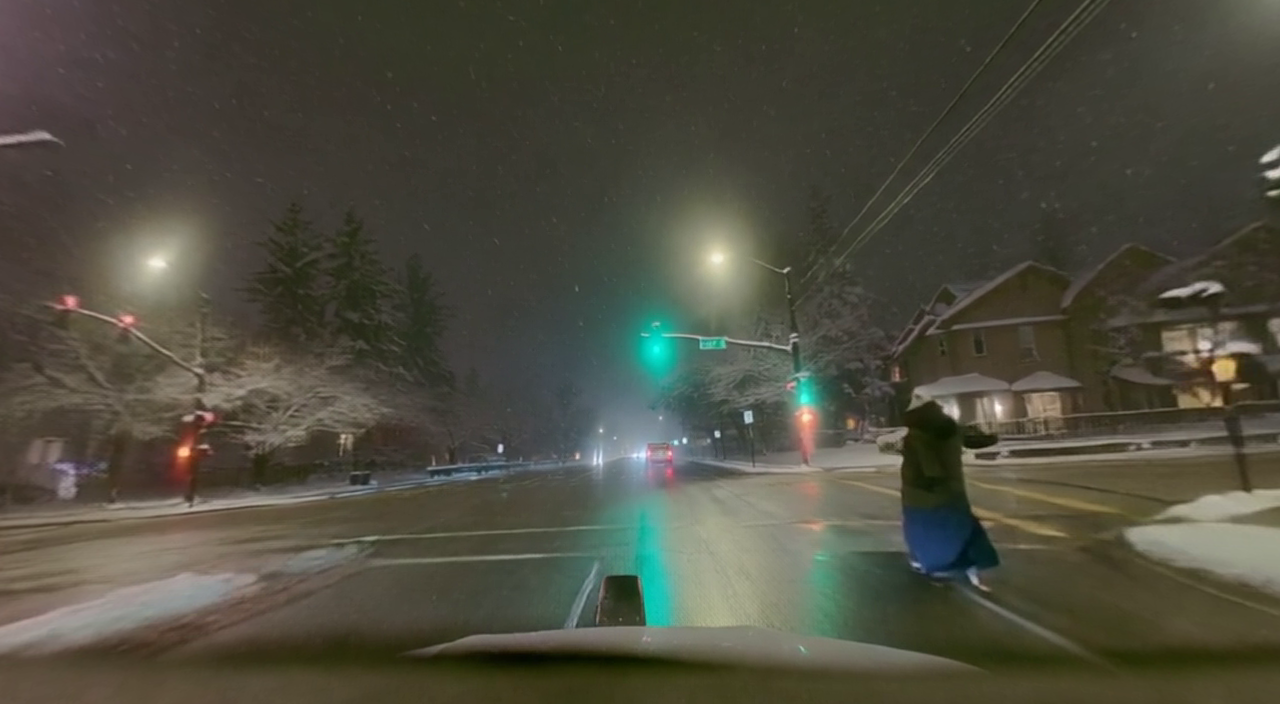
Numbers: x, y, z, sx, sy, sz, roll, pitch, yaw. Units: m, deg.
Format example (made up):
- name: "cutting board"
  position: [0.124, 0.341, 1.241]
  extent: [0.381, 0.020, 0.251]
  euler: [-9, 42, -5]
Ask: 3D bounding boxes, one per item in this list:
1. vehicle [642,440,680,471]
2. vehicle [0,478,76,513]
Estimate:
- name: "vehicle"
  position: [1.328, 6.490, 39.769]
  extent: [2.215, 1.799, 4.426]
  euler: [-1, -9, 2]
- name: "vehicle"
  position: [-31.785, 7.298, 32.242]
  extent: [1.816, 1.475, 4.497]
  euler: [0, -9, 0]
